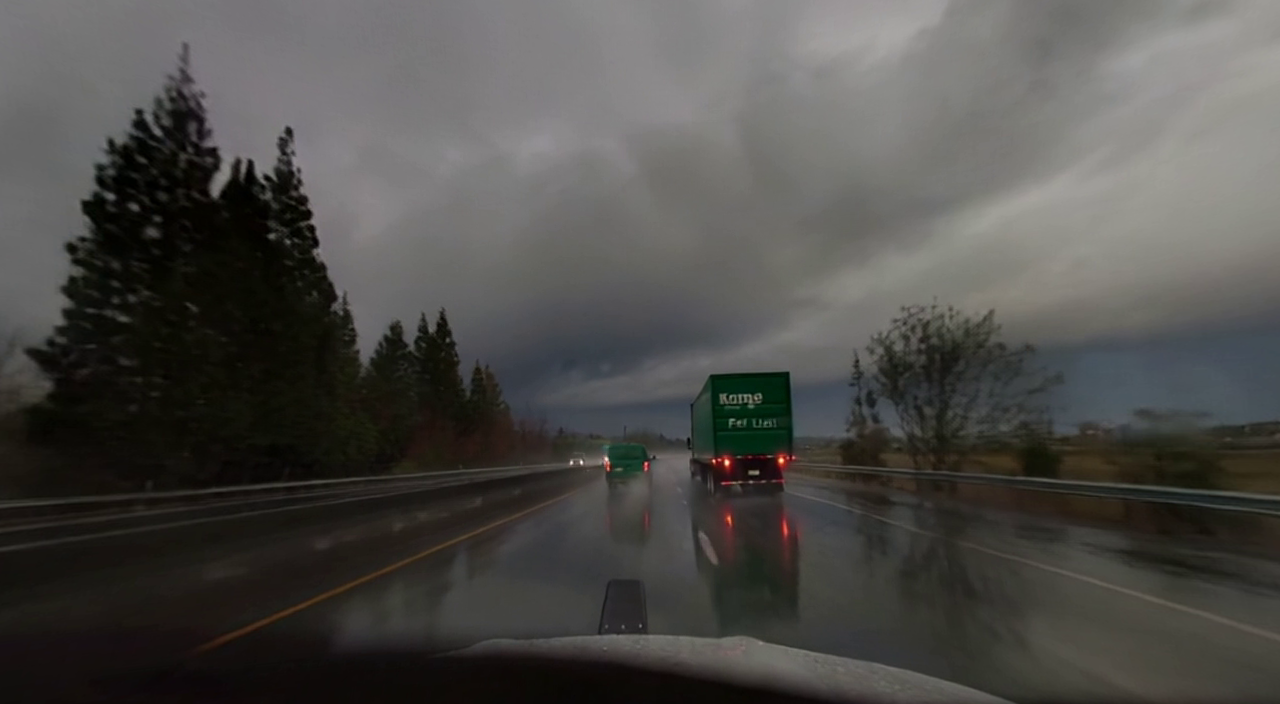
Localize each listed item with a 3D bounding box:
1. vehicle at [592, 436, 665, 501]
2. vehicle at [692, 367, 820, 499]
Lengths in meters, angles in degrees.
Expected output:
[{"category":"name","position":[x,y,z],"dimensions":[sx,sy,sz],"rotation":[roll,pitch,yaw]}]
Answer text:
[{"category":"vehicle","position":[-0.256,3.707,20.357],"dimensions":[2.105,1.865,4.102],"rotation":[0,-9,3]},{"category":"vehicle","position":[4.015,3.423,25.408],"dimensions":[3.030,3.985,12.707],"rotation":[0,-9,1]}]
